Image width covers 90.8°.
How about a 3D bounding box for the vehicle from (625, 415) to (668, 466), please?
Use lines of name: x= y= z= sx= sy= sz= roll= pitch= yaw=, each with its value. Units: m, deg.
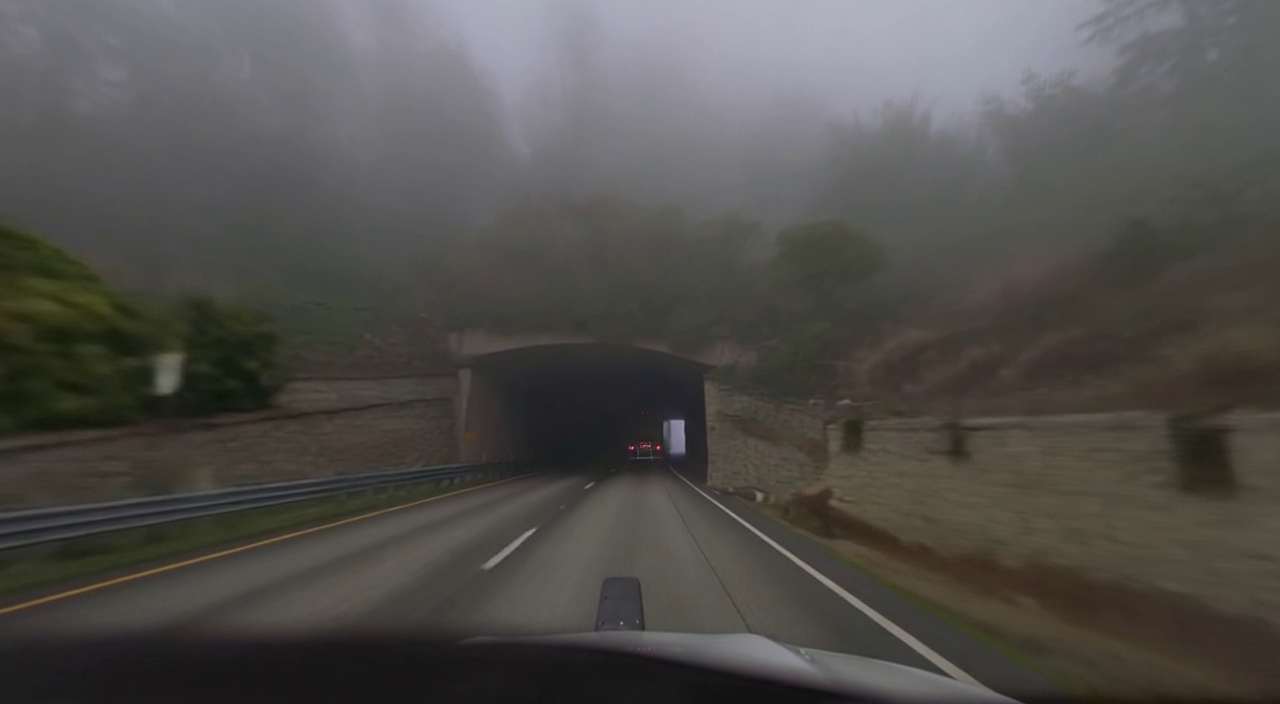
vehicle: x=0.612 y=7.035 z=49.535 sx=2.915 sy=3.468 sz=11.233 roll=-1 pitch=-9 yaw=2
